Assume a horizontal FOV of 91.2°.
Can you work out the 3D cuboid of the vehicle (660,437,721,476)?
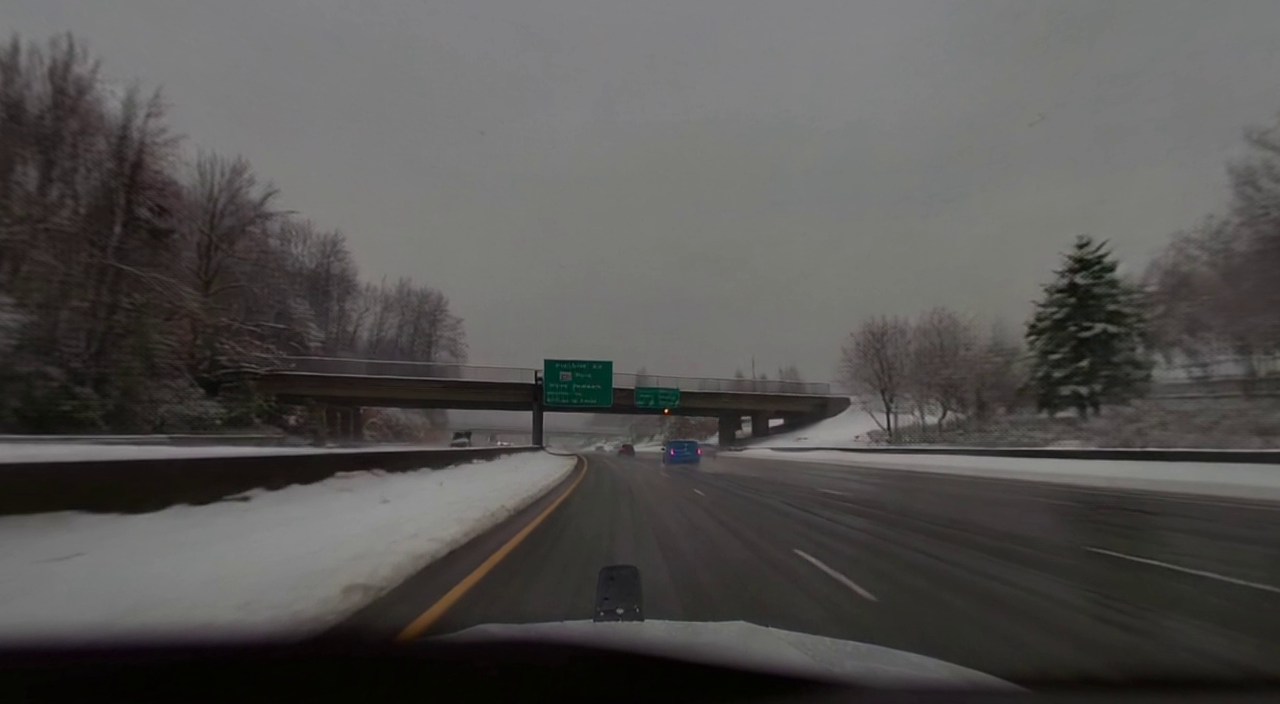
[{"bbox_3d":[2.234,4.804,28.935,2.337,1.633,4.222,0,-9,-2],"label":"vehicle"}]
